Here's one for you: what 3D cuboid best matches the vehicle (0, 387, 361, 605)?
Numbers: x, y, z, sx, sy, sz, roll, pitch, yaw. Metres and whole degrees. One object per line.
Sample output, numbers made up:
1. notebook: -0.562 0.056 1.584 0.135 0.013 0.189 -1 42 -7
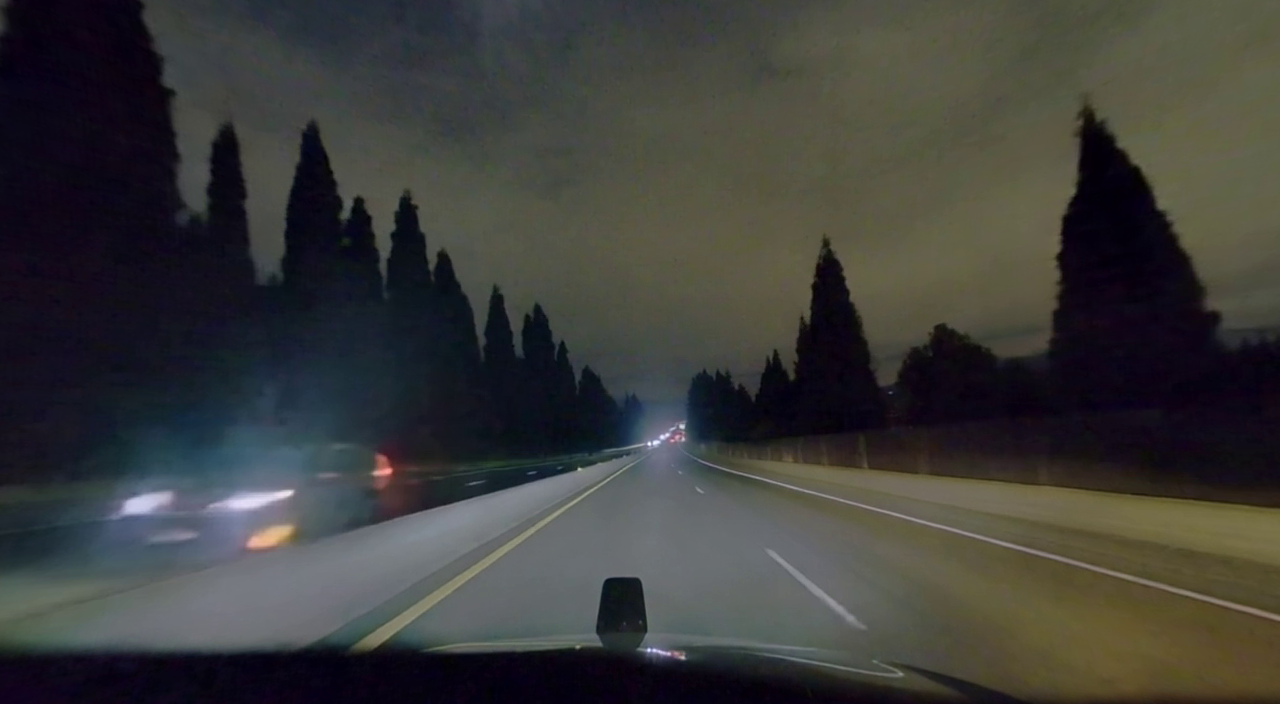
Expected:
1. vehicle: -5.827 1.635 8.032 2.341 1.910 4.785 0 -9 0
